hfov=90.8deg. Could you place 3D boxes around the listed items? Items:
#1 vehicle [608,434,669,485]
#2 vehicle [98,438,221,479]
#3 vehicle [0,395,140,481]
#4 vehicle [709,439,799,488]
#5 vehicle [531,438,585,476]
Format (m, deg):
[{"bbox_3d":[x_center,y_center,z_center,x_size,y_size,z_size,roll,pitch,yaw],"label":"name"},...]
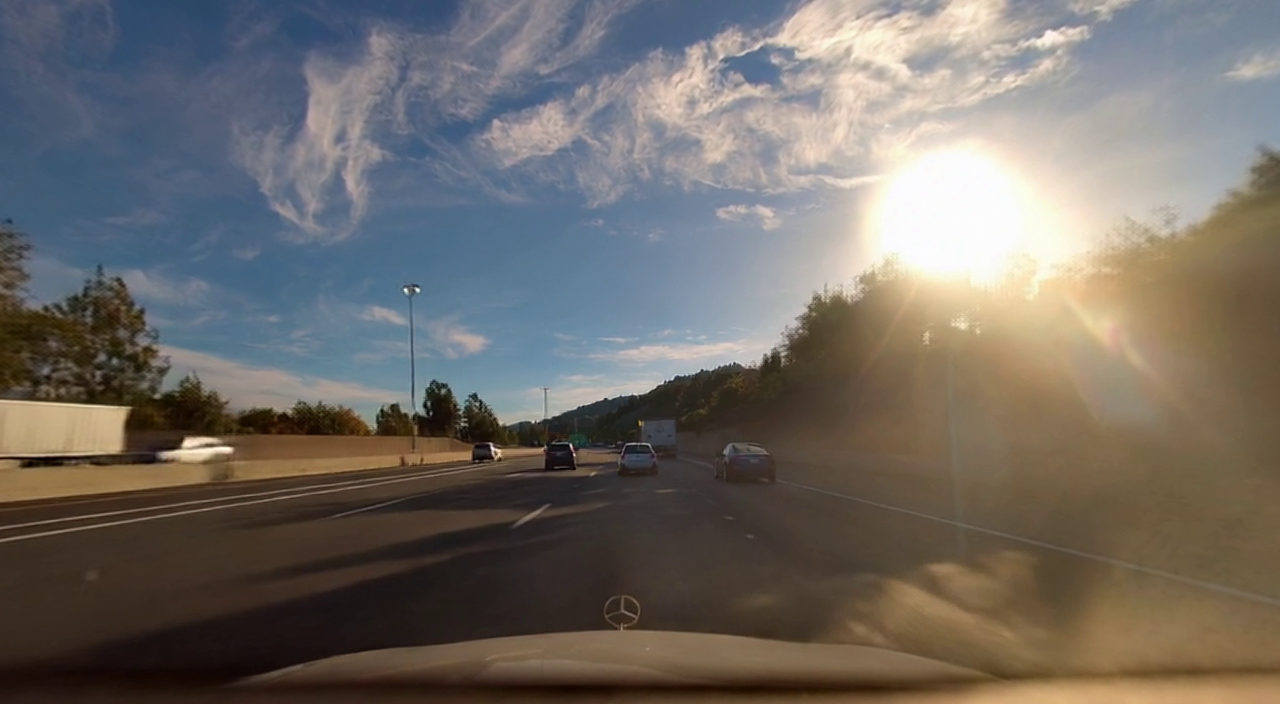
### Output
[{"bbox_3d":[-0.074,4.024,23.962,2.103,1.717,4.399,0,-8,0],"label":"vehicle"},{"bbox_3d":[-19.354,4.292,25.681,2.084,1.519,3.662,0,-8,0],"label":"vehicle"},{"bbox_3d":[-30.804,3.853,28.334,3.101,3.887,16.562,0,-8,1],"label":"vehicle"},{"bbox_3d":[3.778,3.794,21.917,2.146,1.482,4.665,0,-8,-2],"label":"vehicle"},{"bbox_3d":[-3.951,5.110,31.107,1.988,1.696,4.754,0,-8,0],"label":"vehicle"}]
